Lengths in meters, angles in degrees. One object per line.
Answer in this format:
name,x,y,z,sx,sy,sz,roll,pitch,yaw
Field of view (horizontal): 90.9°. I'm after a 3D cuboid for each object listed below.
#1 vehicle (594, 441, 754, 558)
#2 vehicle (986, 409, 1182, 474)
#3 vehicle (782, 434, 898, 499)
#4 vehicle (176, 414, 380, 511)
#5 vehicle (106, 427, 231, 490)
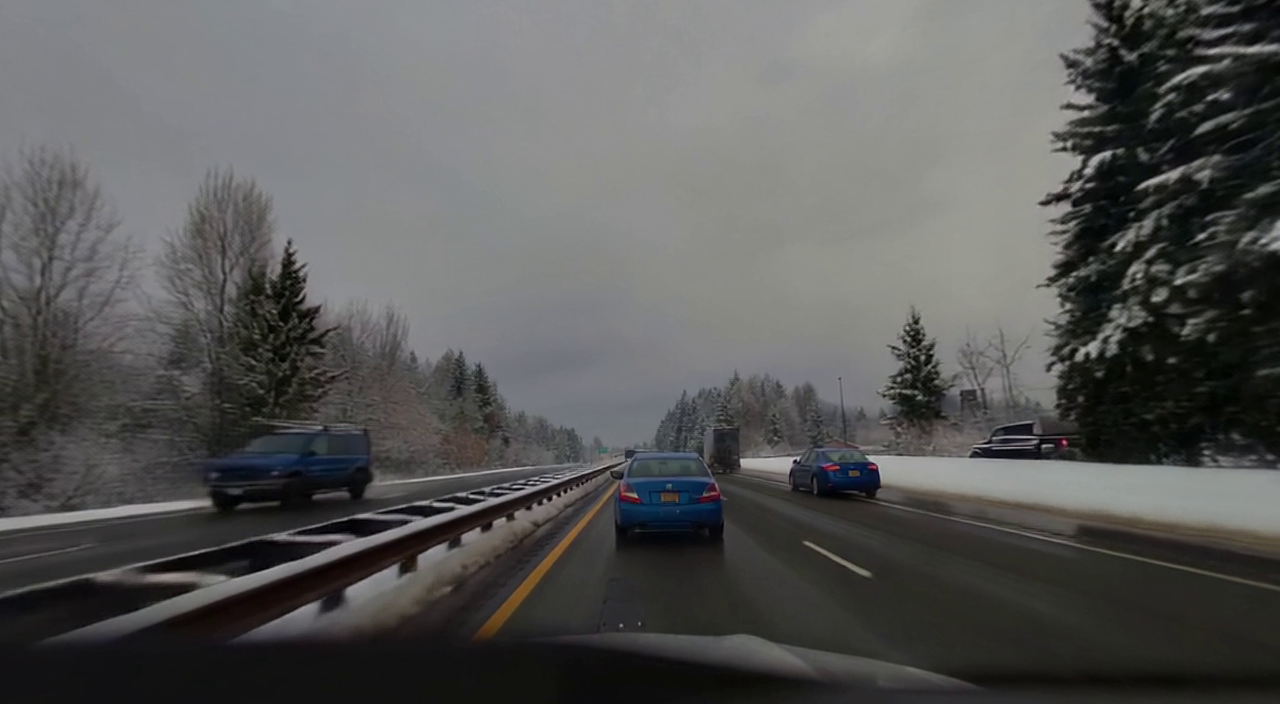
vehicle,0.446,2.216,10.120,2.076,1.485,3.774,0,-9,0
vehicle,31.482,6.684,46.223,2.822,3.996,14.073,1,-9,-6
vehicle,6.260,3.663,20.429,2.177,1.827,4.565,0,-9,-1
vehicle,-12.346,3.889,22.646,2.580,2.814,7.896,0,-9,0
vehicle,-33.568,7.567,45.397,2.902,3.981,7.819,-3,-8,0
